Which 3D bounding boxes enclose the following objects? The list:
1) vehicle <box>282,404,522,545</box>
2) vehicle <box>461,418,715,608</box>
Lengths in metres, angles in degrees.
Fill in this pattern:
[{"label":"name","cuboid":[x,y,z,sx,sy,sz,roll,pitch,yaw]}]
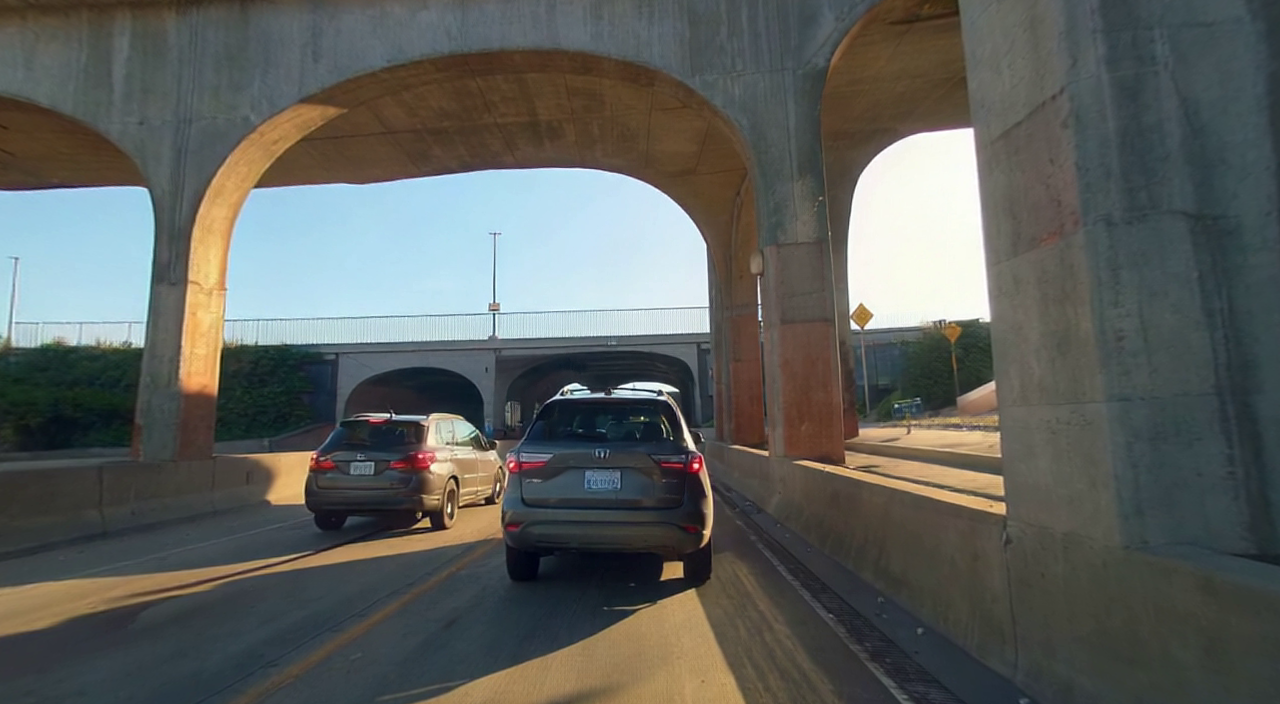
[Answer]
[{"label":"vehicle","cuboid":[-3.451,1.895,10.343,2.017,1.761,4.572,0,-8,2]},{"label":"vehicle","cuboid":[-0.301,1.579,7.106,2.020,1.478,4.092,-1,-8,4]}]
